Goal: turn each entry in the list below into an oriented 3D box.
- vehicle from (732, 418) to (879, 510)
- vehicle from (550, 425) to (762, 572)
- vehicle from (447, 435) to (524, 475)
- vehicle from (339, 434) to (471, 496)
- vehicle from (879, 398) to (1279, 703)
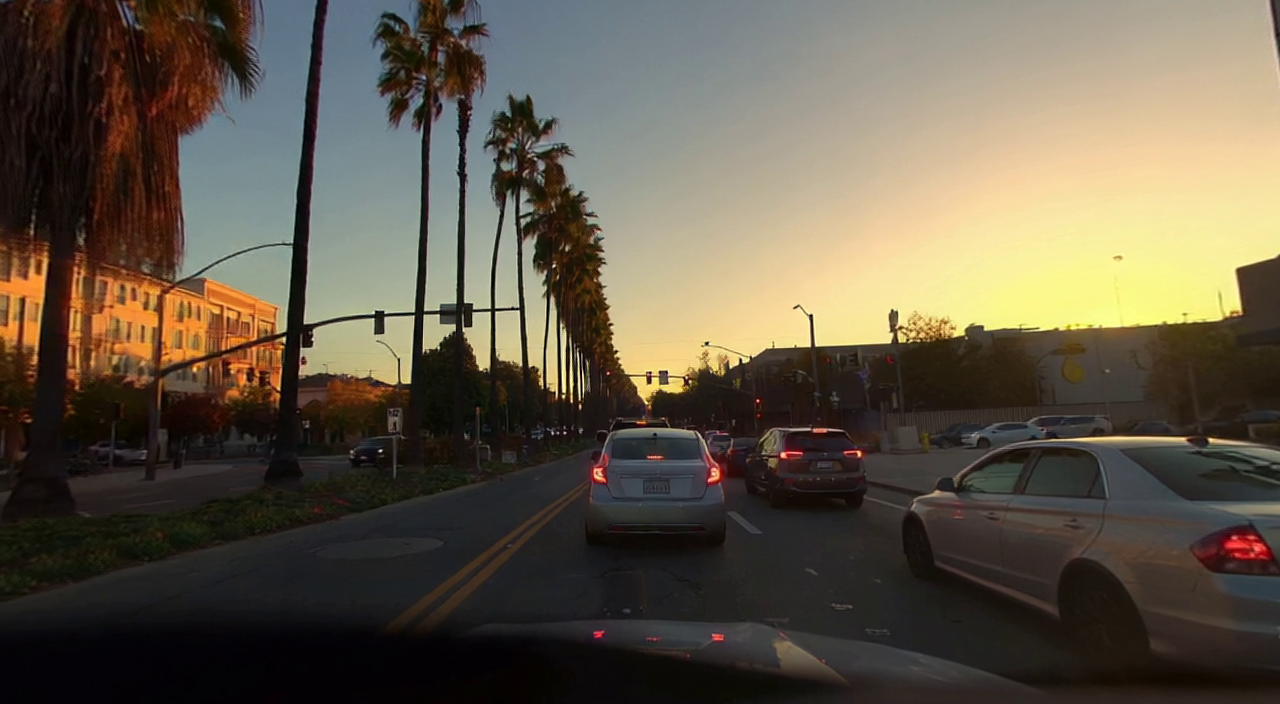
[{"bbox_3d":[3.497,2.474,14.308,2.169,1.751,4.276,0,-8,0],"label":"vehicle"},{"bbox_3d":[0.181,1.787,8.453,2.140,1.474,4.026,0,-8,1],"label":"vehicle"},{"bbox_3d":[-6.041,4.095,25.212,1.822,1.456,4.396,-1,-8,2],"label":"vehicle"},{"bbox_3d":[-6.254,3.048,17.397,1.900,1.487,4.165,0,-8,2],"label":"vehicle"},{"bbox_3d":[3.546,1.226,4.483,1.910,1.490,4.661,0,-8,1],"label":"vehicle"}]
